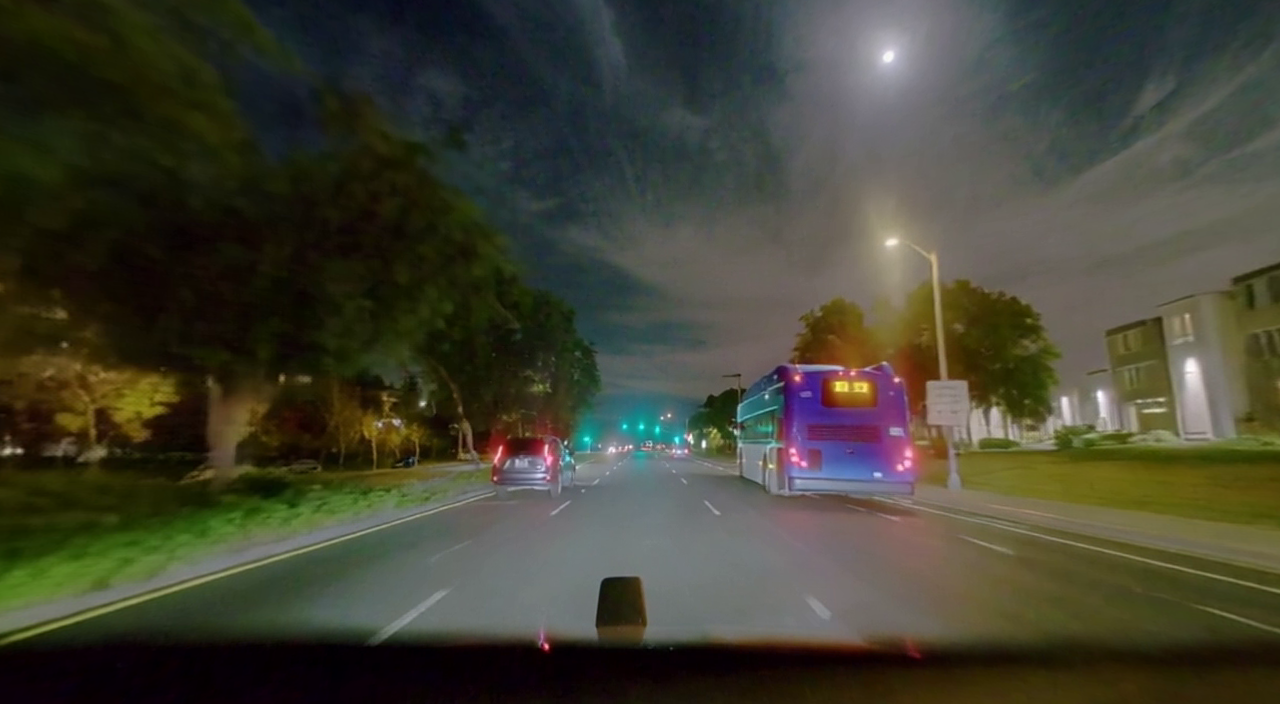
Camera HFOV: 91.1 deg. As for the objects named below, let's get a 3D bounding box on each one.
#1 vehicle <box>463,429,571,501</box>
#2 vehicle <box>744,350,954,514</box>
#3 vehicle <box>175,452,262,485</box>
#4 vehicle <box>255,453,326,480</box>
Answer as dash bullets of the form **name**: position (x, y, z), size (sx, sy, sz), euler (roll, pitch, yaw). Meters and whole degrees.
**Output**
- **vehicle**: position (-3.352, 3.183, 18.105), size (2.111, 1.767, 4.333), euler (0, -8, 2)
- **vehicle**: position (5.262, 2.526, 19.110), size (3.072, 3.278, 12.747), euler (0, -8, 5)
- **vehicle**: position (-22.119, 6.098, 33.133), size (1.781, 1.553, 3.896), euler (0, -8, 2)
- **vehicle**: position (-22.050, 7.229, 39.865), size (1.797, 1.481, 4.750), euler (1, -8, 0)
